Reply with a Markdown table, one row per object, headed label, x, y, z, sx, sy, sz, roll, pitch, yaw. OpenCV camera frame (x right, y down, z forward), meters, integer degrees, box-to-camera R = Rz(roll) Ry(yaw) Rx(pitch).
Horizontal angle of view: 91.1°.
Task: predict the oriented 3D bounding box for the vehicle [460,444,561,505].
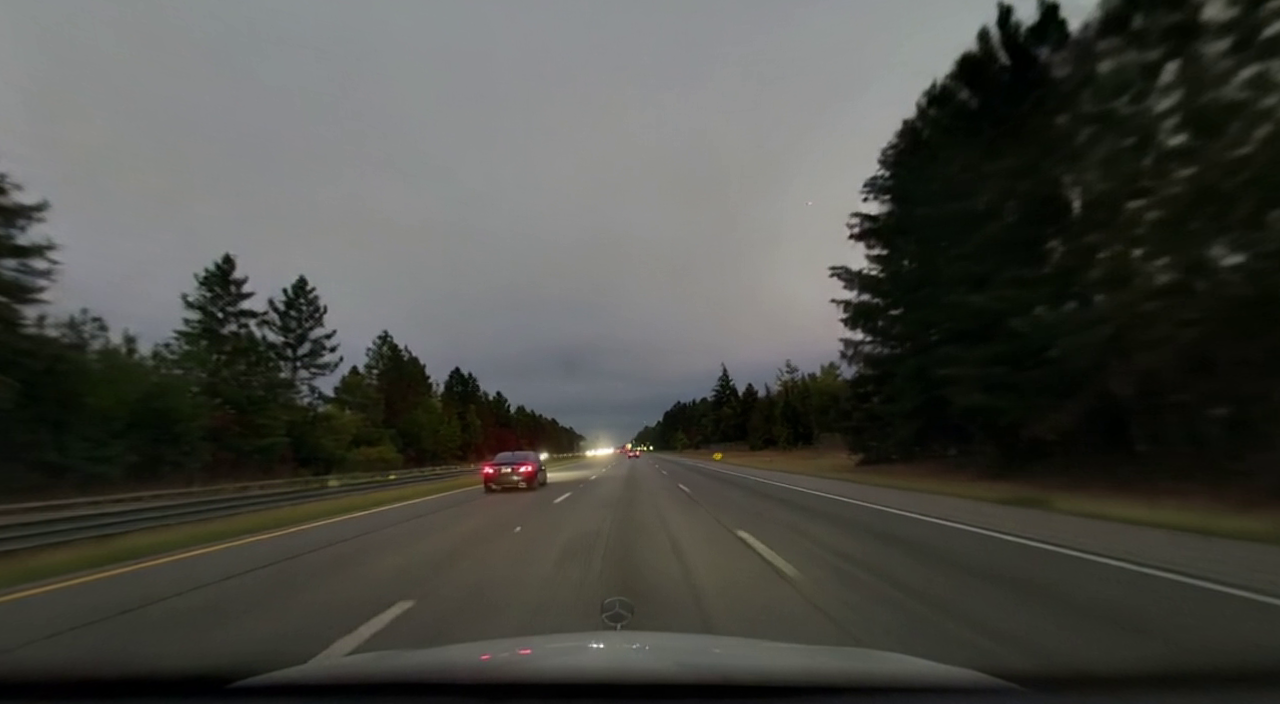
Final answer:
| label | x | y | z | sx | sy | sz | roll | pitch | yaw |
| --- | --- | --- | --- | --- | --- | --- | --- | --- | --- |
| vehicle | -3.485 | 3.378 | 17.745 | 1.970 | 1.492 | 3.944 | 0 | -9 | 0 |
